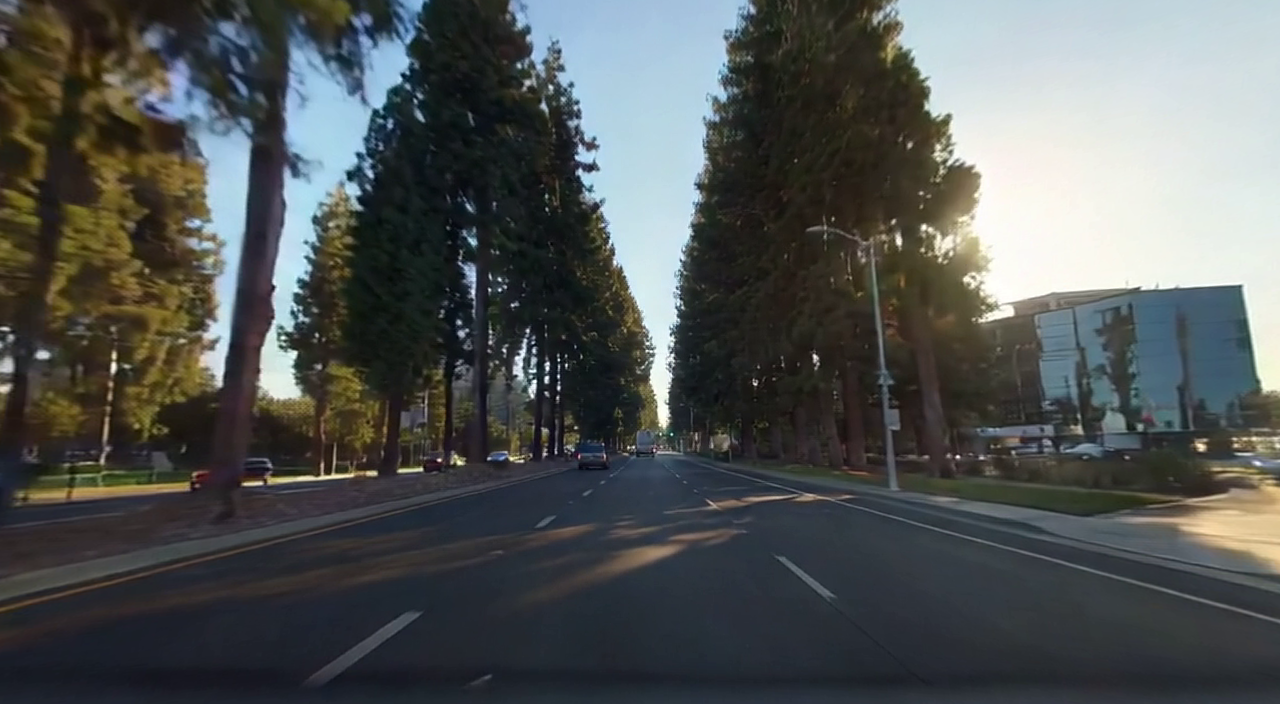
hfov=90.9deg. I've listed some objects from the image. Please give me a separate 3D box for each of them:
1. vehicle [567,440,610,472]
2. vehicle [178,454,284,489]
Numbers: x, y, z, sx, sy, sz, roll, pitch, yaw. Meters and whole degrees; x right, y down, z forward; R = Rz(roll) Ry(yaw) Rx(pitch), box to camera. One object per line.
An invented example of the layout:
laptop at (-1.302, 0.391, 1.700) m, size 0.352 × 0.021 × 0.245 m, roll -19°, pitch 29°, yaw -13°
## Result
vehicle at (-3.230, 6.731, 40.885) m, size 2.255 × 1.940 × 4.822 m, roll 0°, pitch -8°, yaw 2°
vehicle at (-19.441, 5.683, 30.260) m, size 1.874 × 1.470 × 4.679 m, roll 0°, pitch -9°, yaw 1°
